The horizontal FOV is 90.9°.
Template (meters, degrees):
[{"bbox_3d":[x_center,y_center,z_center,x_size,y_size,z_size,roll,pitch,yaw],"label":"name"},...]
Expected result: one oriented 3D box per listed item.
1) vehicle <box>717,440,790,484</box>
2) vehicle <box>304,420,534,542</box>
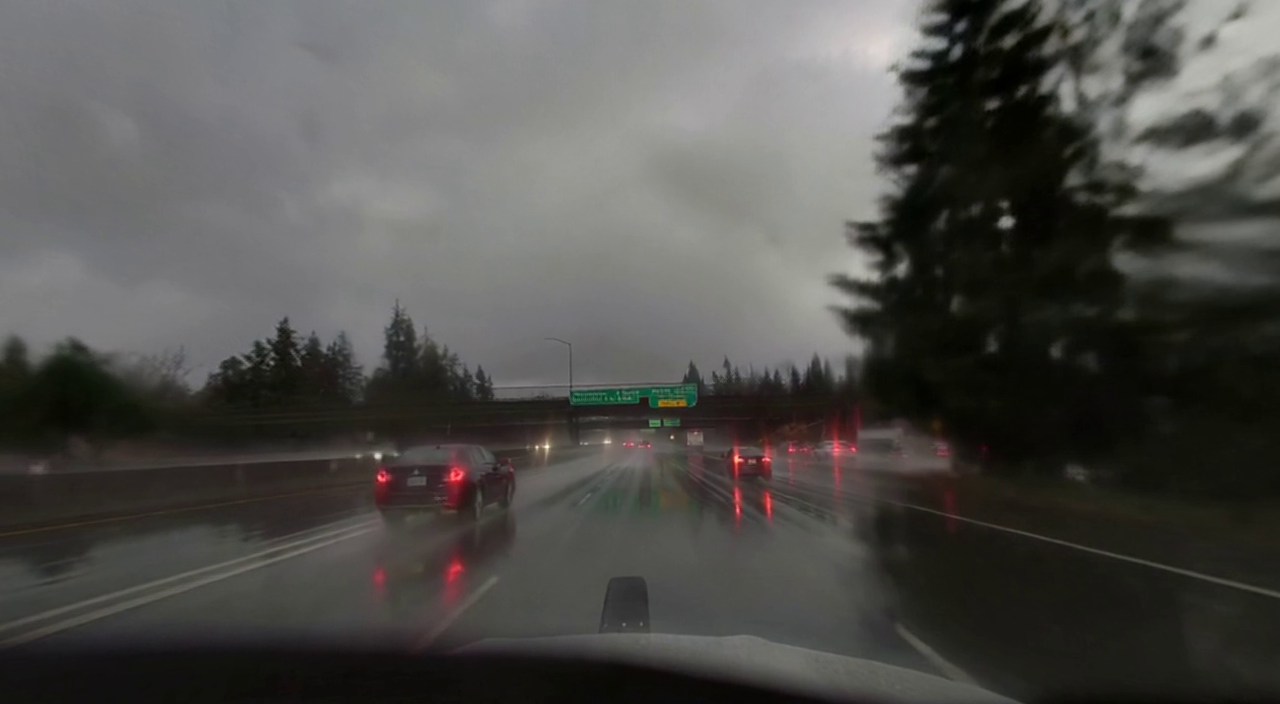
[{"bbox_3d":[4.179,4.117,23.910,1.908,1.483,4.259,0,-8,-1],"label":"vehicle"},{"bbox_3d":[-3.569,2.195,11.478,2.259,1.706,4.924,0,-8,2],"label":"vehicle"}]
